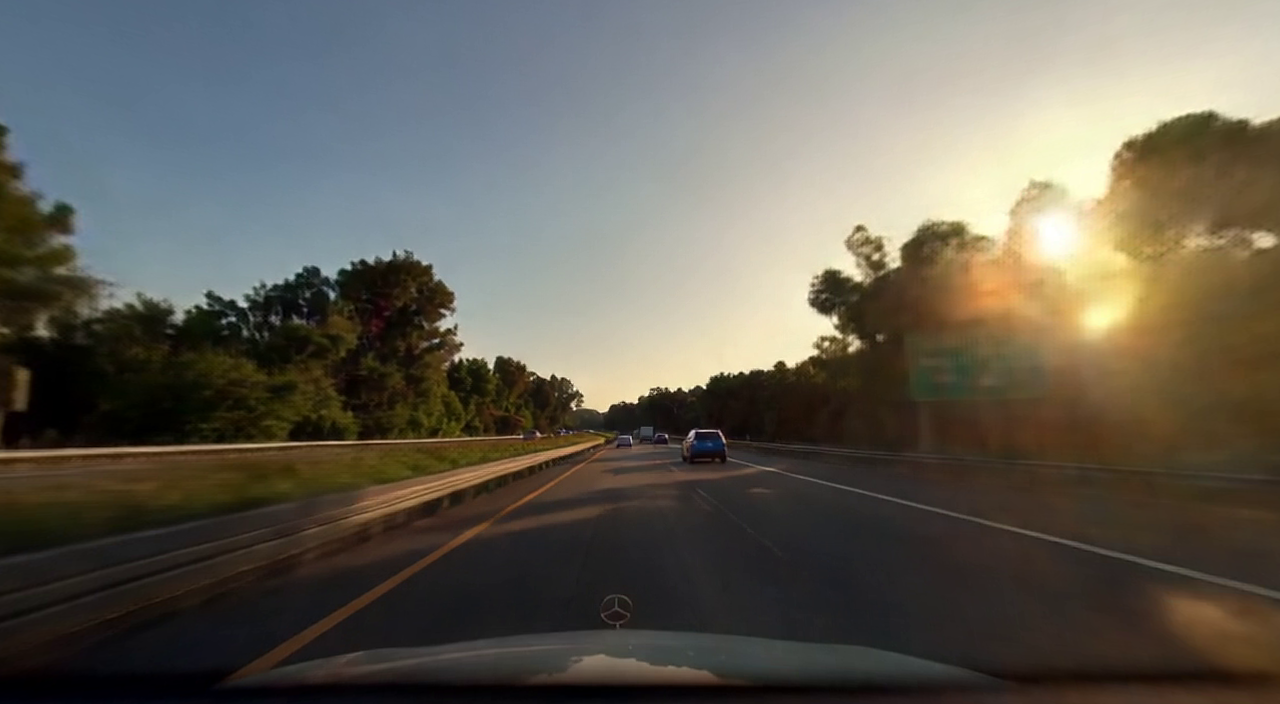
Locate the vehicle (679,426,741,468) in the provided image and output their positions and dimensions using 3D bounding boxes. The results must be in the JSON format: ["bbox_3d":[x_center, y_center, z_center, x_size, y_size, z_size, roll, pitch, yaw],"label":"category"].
[{"bbox_3d":[2.985,4.166,27.915,2.085,1.681,4.436,0,-7,-2],"label":"vehicle"}]
